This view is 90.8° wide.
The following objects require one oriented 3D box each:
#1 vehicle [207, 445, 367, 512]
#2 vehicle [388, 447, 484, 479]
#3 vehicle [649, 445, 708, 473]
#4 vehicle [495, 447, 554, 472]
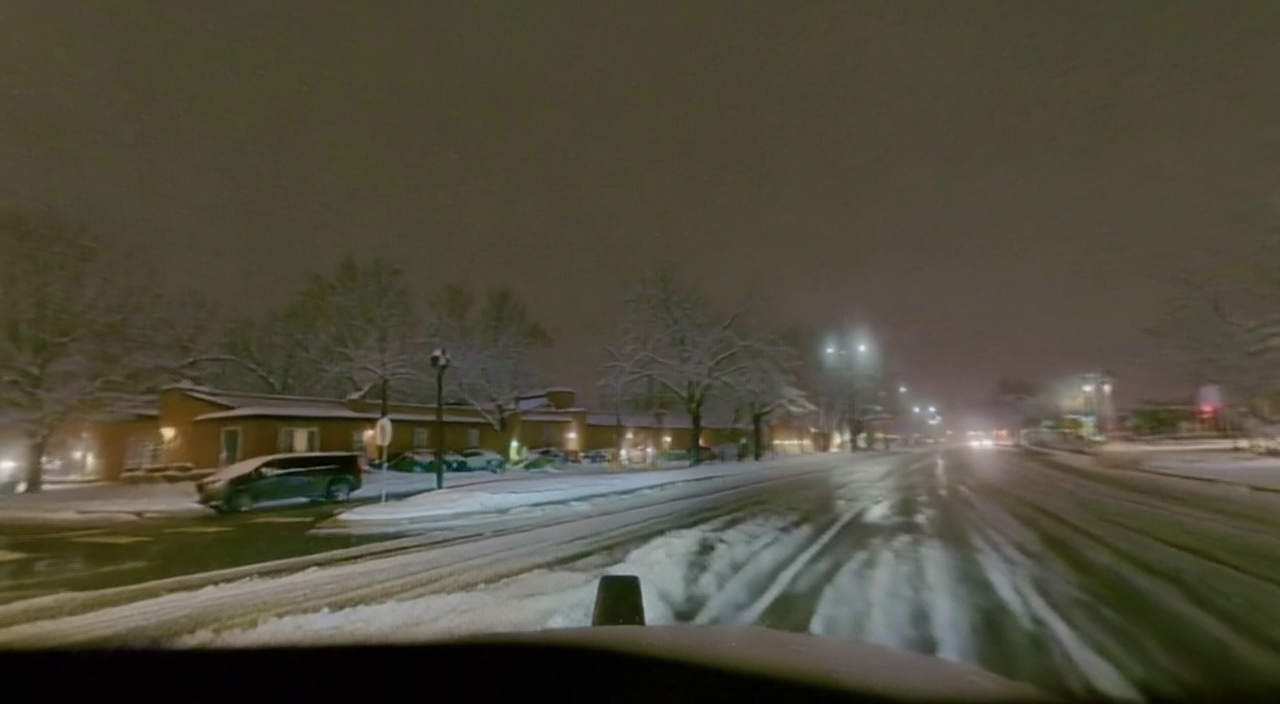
[{"bbox_3d":[-11.070,3.955,20.332,2.174,1.863,4.651,0,-9,4],"label":"vehicle"},{"bbox_3d":[-12.164,6.572,37.662,5.193,1.830,2.049,-3,-9,20],"label":"vehicle"},{"bbox_3d":[2.619,7.201,42.631,3.635,1.521,1.726,1,-5,19],"label":"vehicle"},{"bbox_3d":[-8.670,8.047,47.624,3.928,1.784,1.895,-3,-9,21],"label":"vehicle"}]
